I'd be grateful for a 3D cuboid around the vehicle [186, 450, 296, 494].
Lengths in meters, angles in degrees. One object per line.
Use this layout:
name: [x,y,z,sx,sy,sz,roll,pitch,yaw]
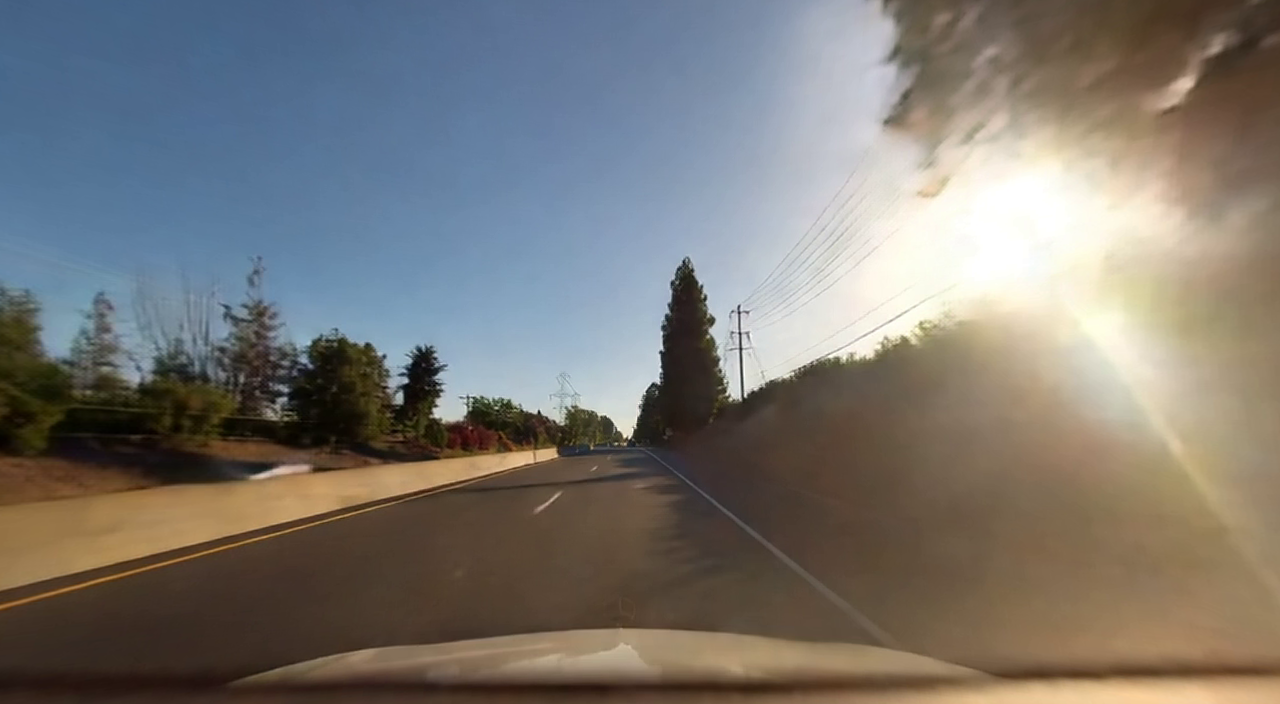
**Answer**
vehicle: [-15.226,4.556,24.258,1.783,1.464,3.739,0,-8,-1]
